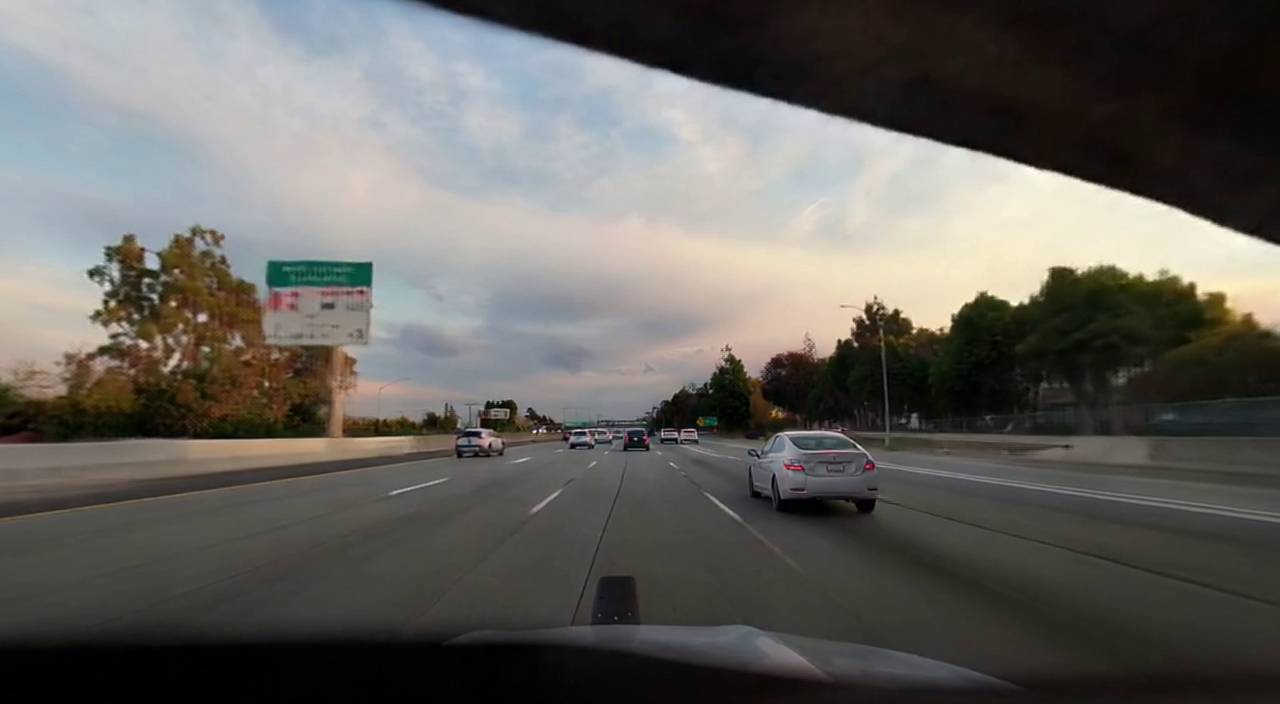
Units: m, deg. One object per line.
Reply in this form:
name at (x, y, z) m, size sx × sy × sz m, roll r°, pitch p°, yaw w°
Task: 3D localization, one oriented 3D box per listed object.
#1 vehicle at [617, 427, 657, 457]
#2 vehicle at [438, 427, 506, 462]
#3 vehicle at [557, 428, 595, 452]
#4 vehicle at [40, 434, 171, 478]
vehicle at (-0.234, 5.366, 37.744) m, size 2.240 × 1.646 × 4.949 m, roll 1°, pitch -8°, yaw -1°
vehicle at (-7.826, 4.334, 29.761) m, size 2.009 × 1.537 × 4.449 m, roll 1°, pitch -8°, yaw 0°
vehicle at (-4.228, 5.901, 42.244) m, size 2.103 × 1.512 × 4.155 m, roll 0°, pitch -8°, yaw 0°
vehicle at (-23.037, 4.453, 27.409) m, size 1.955 × 1.743 × 4.293 m, roll 1°, pitch -8°, yaw -1°
